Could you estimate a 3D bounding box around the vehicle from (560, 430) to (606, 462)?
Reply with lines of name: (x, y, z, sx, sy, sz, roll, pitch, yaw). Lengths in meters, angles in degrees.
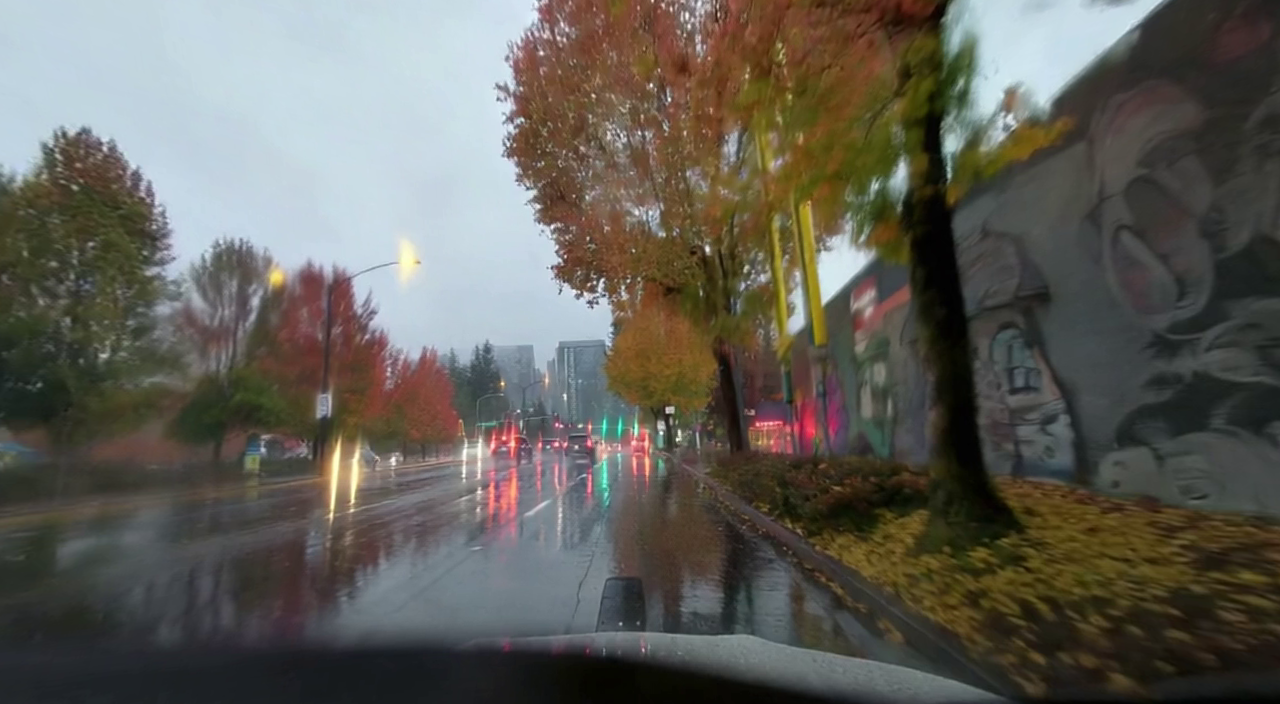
vehicle: (-3.199, 5.403, 36.186, 2.165, 1.663, 4.513, 0, -9, 1)

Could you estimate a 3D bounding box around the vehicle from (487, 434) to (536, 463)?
vehicle: (-7.548, 5.747, 37.421, 1.932, 1.596, 4.247, 0, -9, 1)
